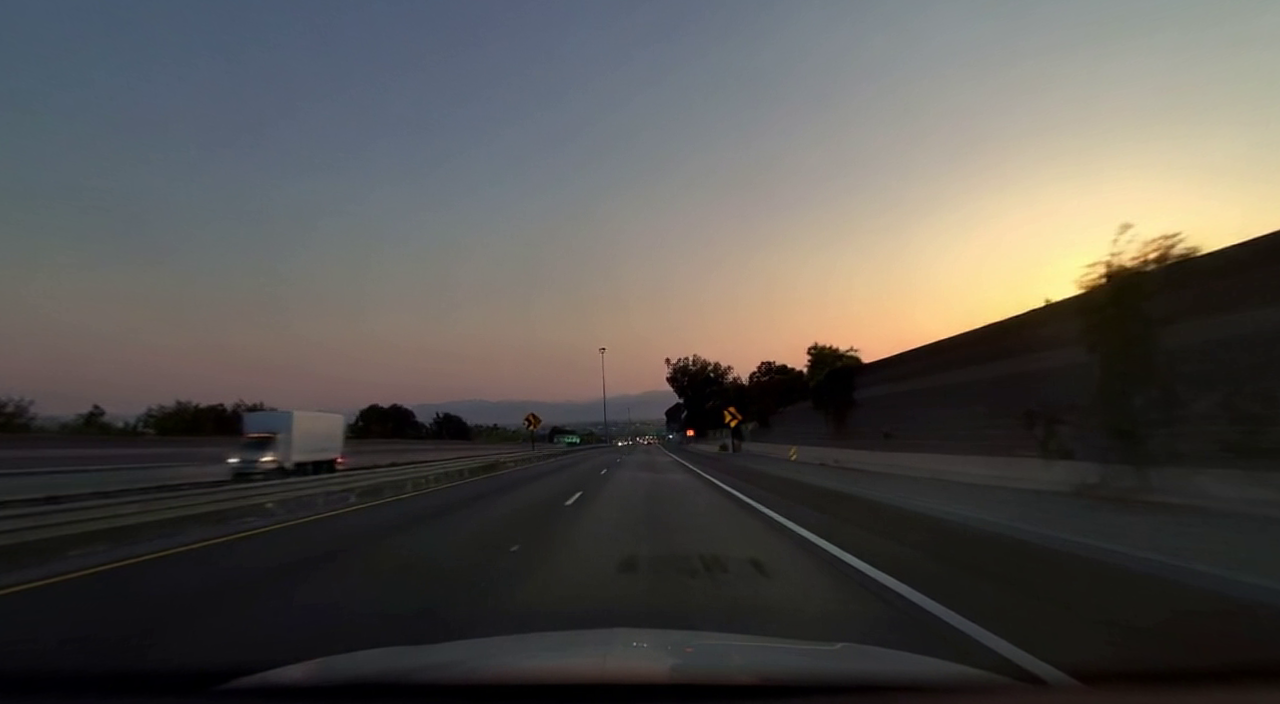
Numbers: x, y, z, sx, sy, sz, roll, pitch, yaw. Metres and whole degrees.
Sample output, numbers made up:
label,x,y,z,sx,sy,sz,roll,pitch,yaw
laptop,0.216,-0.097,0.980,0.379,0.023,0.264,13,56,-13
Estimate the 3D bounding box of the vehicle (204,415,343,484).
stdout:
label,x,y,z,sx,sy,sz,roll,pitch,yaw
vehicle,-15.934,4.285,27.982,2.344,2.645,6.259,-1,-8,1
